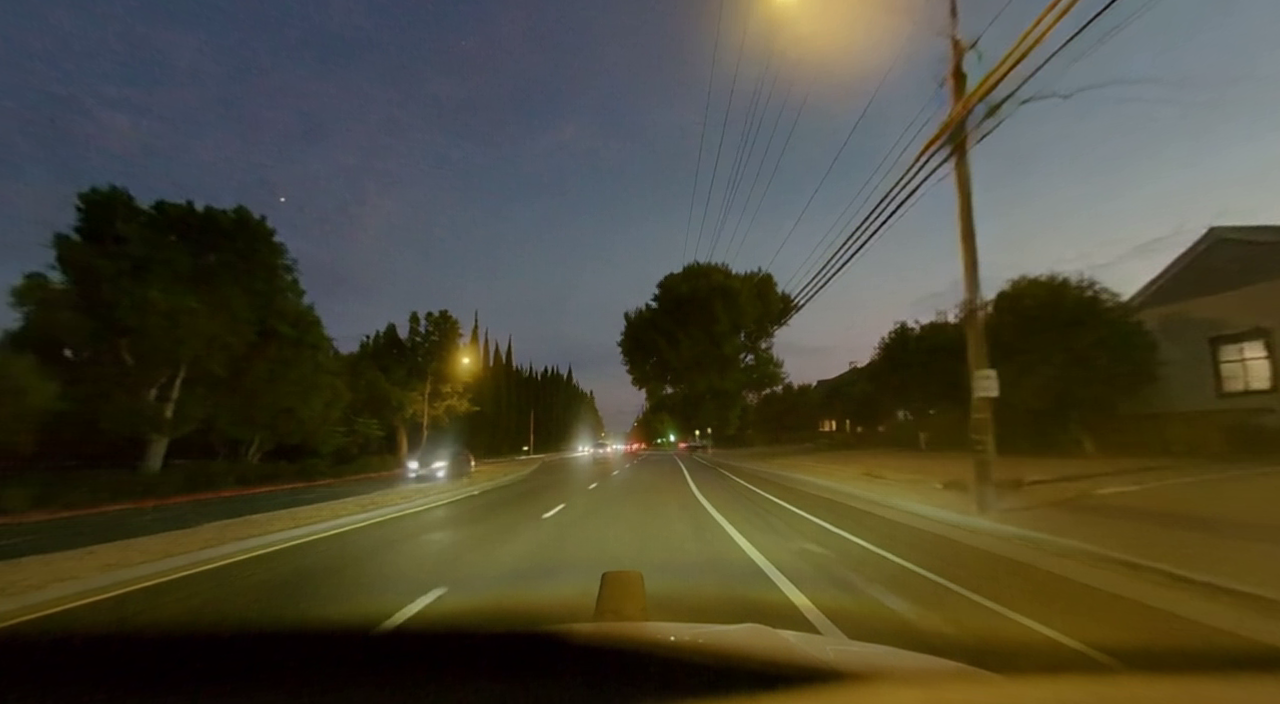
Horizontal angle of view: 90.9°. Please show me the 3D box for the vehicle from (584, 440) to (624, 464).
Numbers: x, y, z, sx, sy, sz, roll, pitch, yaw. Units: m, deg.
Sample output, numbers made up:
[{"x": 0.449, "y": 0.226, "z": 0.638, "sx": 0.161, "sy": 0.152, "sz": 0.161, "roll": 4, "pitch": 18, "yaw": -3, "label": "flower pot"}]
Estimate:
[{"x": -2.294, "y": 6.527, "z": 41.403, "sx": 2.084, "sy": 1.466, "sz": 4.522, "roll": -1, "pitch": -8, "yaw": 3, "label": "vehicle"}]

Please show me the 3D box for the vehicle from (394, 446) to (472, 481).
[{"x": -9.903, "y": 5.330, "z": 30.571, "sx": 2.106, "sy": 1.524, "sz": 4.624, "roll": 0, "pitch": -8, "yaw": 1, "label": "vehicle"}]
